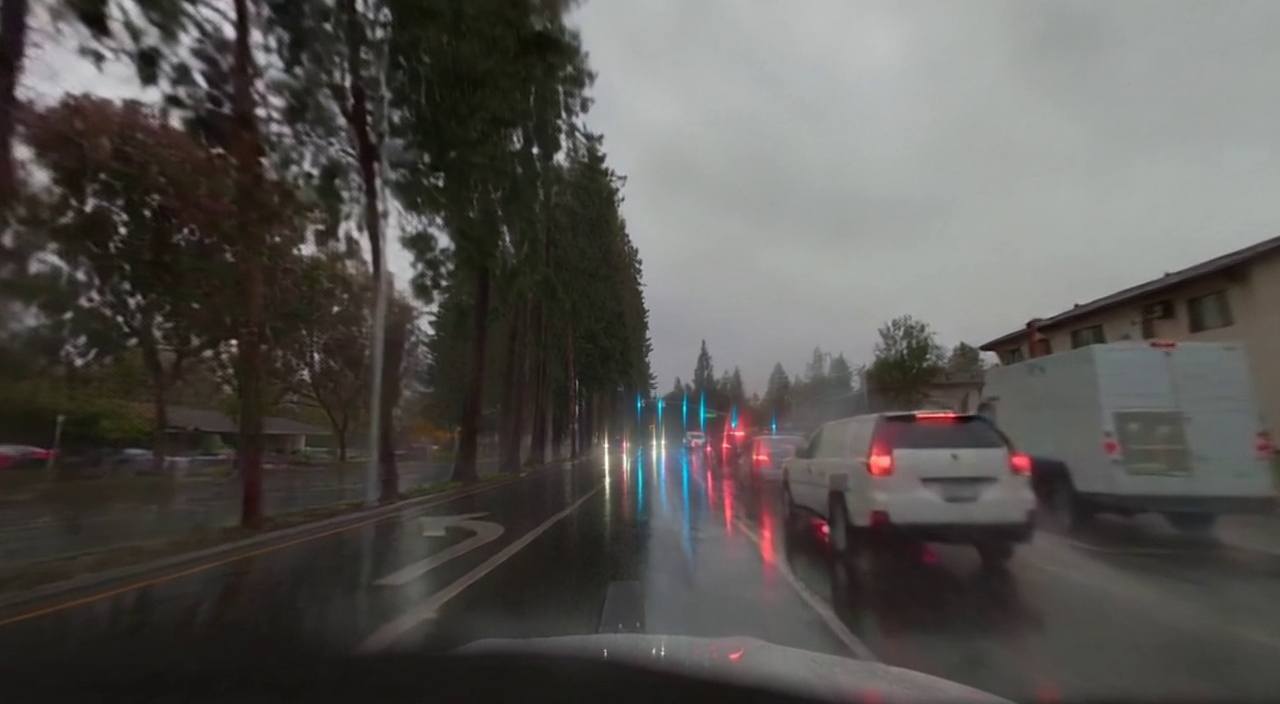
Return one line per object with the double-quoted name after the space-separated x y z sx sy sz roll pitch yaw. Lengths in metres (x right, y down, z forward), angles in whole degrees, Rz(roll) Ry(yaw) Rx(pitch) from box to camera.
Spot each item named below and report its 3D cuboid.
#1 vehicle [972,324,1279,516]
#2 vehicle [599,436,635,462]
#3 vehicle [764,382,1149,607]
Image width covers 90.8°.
6.861 1.058 9.385 1.933 2.309 3.468 0 -8 1 "vehicle"
-1.492 6.618 43.139 2.083 1.691 4.398 -1 -8 3 "vehicle"
2.846 1.414 7.137 2.052 1.693 4.554 0 -8 1 "vehicle"
